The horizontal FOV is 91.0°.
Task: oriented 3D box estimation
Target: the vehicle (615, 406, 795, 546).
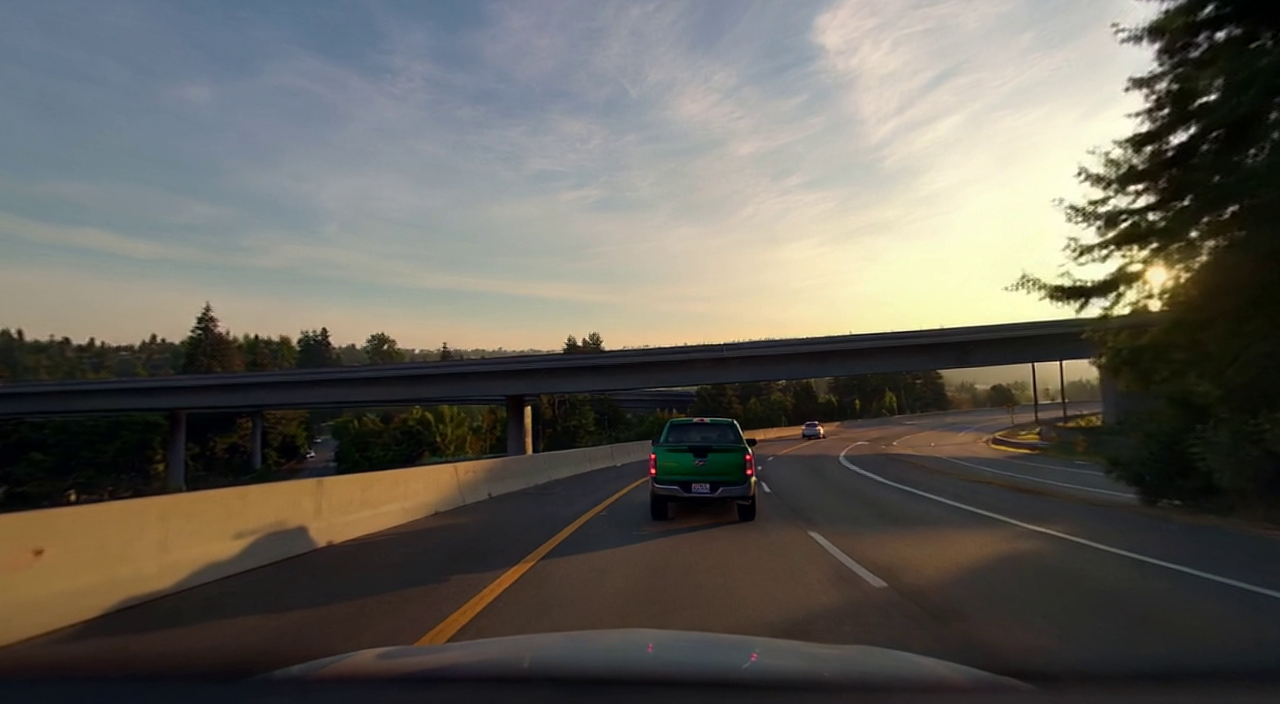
[{"bbox_3d":[1.003,1.879,10.163,2.235,1.716,4.435,-1,-9,5],"label":"vehicle"}]
